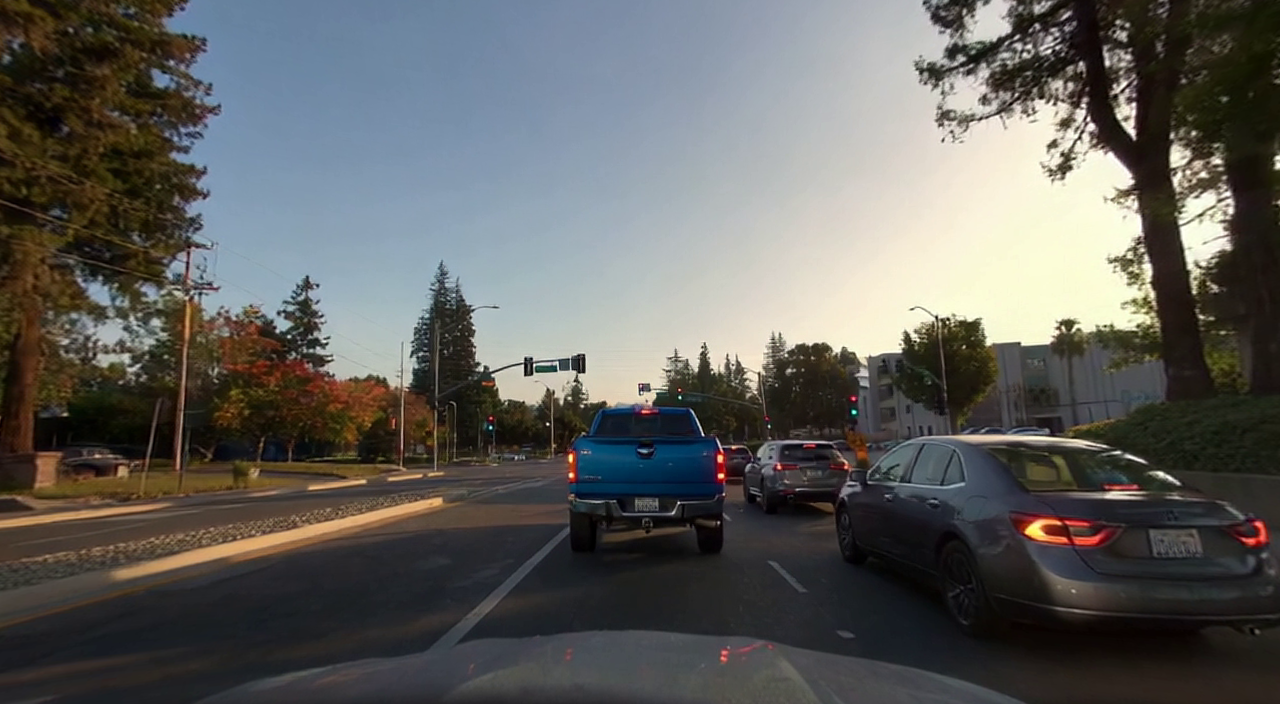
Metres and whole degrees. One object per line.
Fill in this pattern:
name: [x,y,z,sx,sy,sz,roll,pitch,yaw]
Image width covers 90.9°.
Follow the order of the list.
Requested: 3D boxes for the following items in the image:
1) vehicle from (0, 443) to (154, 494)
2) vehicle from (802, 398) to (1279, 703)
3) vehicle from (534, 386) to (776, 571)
vehicle: [-21.746,4.452,24.542,2.062,1.764,4.508,0,-8,-2]
vehicle: [3.328,1.465,6.030,2.155,1.667,5.162,0,-8,0]
vehicle: [0.174,1.777,9.680,2.636,2.011,5.425,0,-8,0]
